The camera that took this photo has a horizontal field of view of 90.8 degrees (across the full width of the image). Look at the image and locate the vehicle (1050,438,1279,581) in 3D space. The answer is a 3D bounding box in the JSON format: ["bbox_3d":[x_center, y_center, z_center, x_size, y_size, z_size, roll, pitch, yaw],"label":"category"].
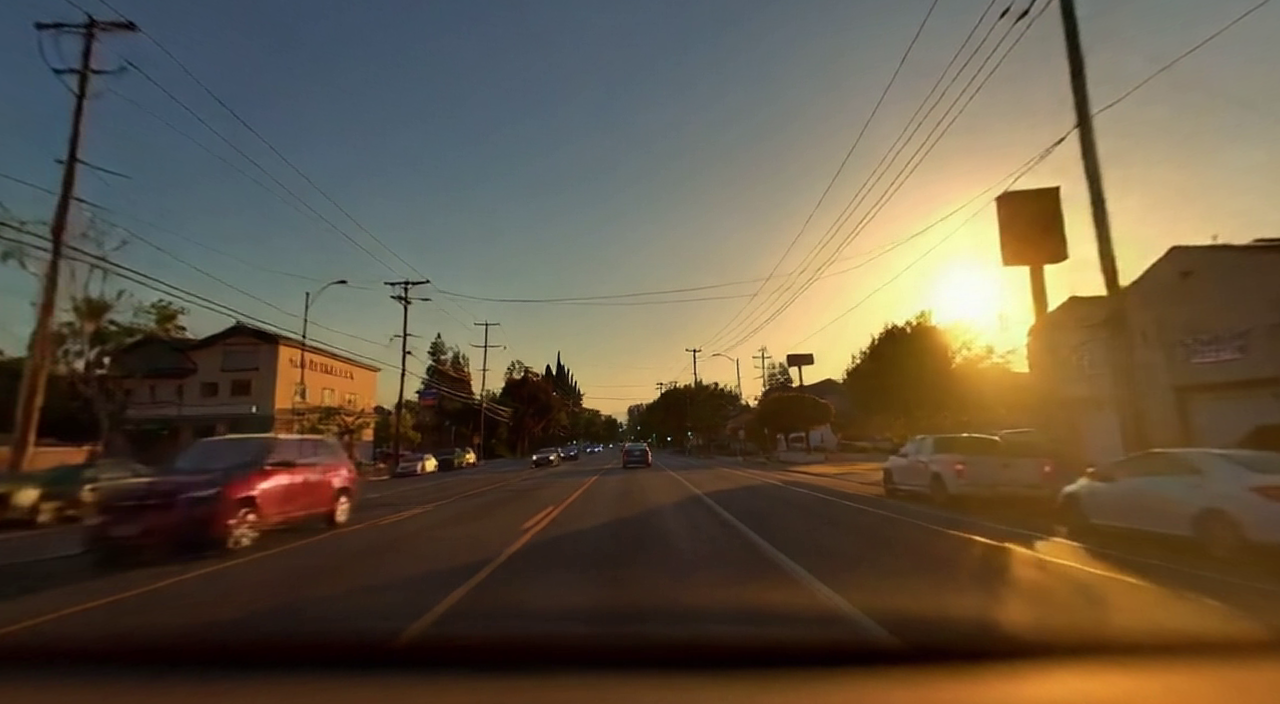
[{"bbox_3d":[7.634,1.824,7.793,1.854,1.485,4.736,0,-8,-2],"label":"vehicle"}]

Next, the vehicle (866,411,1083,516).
[{"bbox_3d":[7.651,2.628,15.360,2.257,2.072,5.376,0,-8,-1],"label":"vehicle"}]

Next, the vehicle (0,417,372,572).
[{"bbox_3d":[-6.179,1.959,9.537,2.254,1.732,4.571,0,-8,0],"label":"vehicle"}]

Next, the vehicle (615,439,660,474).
[{"bbox_3d":[-0.154,5.155,31.405,2.067,1.547,4.513,0,-8,-1],"label":"vehicle"}]

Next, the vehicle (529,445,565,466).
[{"bbox_3d":[-6.729,7.505,46.028,1.930,1.450,4.234,0,-8,1],"label":"vehicle"}]
